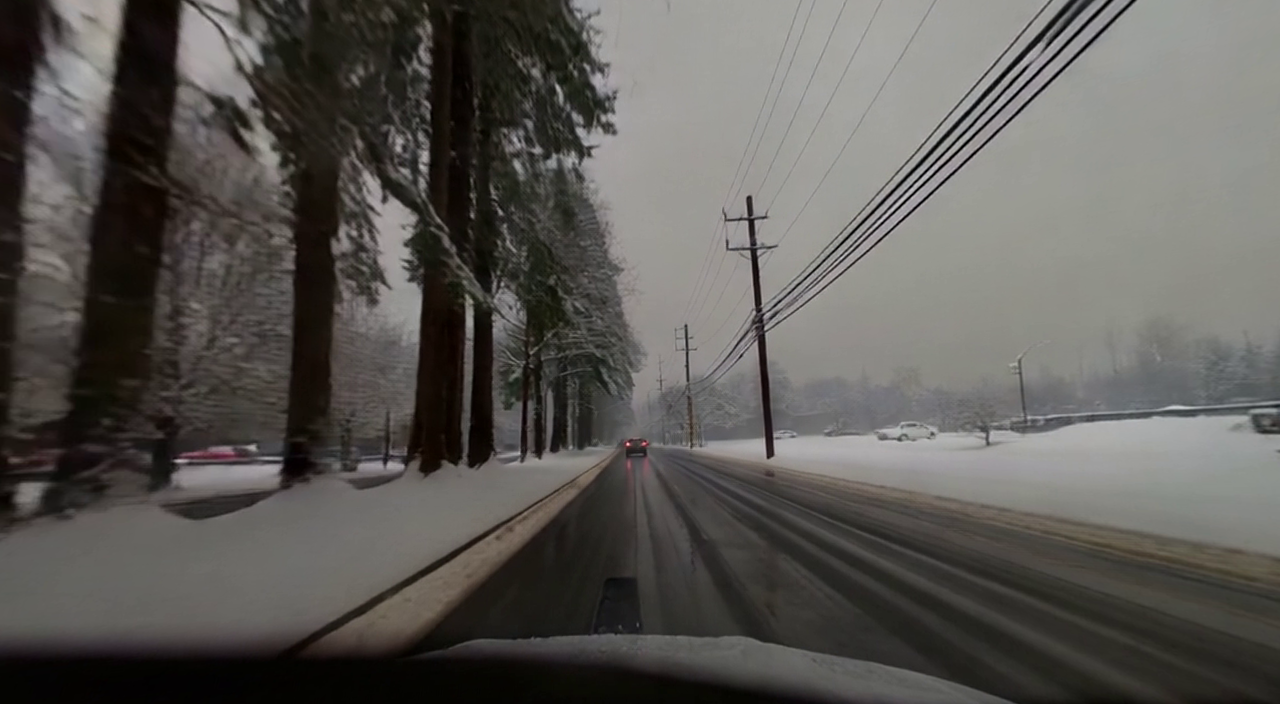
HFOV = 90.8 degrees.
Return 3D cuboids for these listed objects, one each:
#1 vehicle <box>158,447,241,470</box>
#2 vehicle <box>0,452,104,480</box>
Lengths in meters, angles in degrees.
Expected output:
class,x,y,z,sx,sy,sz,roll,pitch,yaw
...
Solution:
class,x,y,z,sx,sy,sz,roll,pitch,yaw
vehicle,-34.040,8.208,48.916,4.662,1.660,2.312,0,-8,-2
vehicle,-33.718,6.481,35.919,4.557,1.493,2.049,0,-8,0
